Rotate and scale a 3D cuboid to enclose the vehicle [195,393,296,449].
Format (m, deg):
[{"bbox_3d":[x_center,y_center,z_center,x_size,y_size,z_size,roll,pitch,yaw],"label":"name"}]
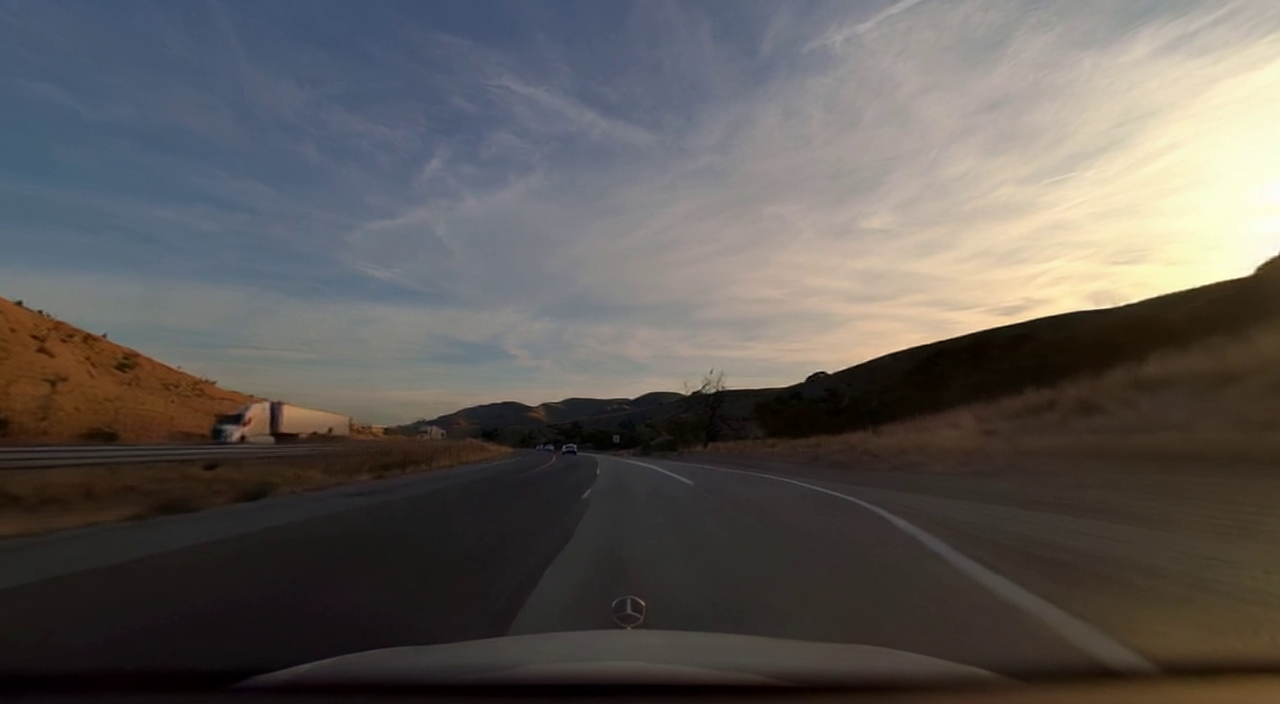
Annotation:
[{"bbox_3d":[-29.607,5.367,47.838,2.973,3.863,8.434,1,-8,-7],"label":"vehicle"}]
